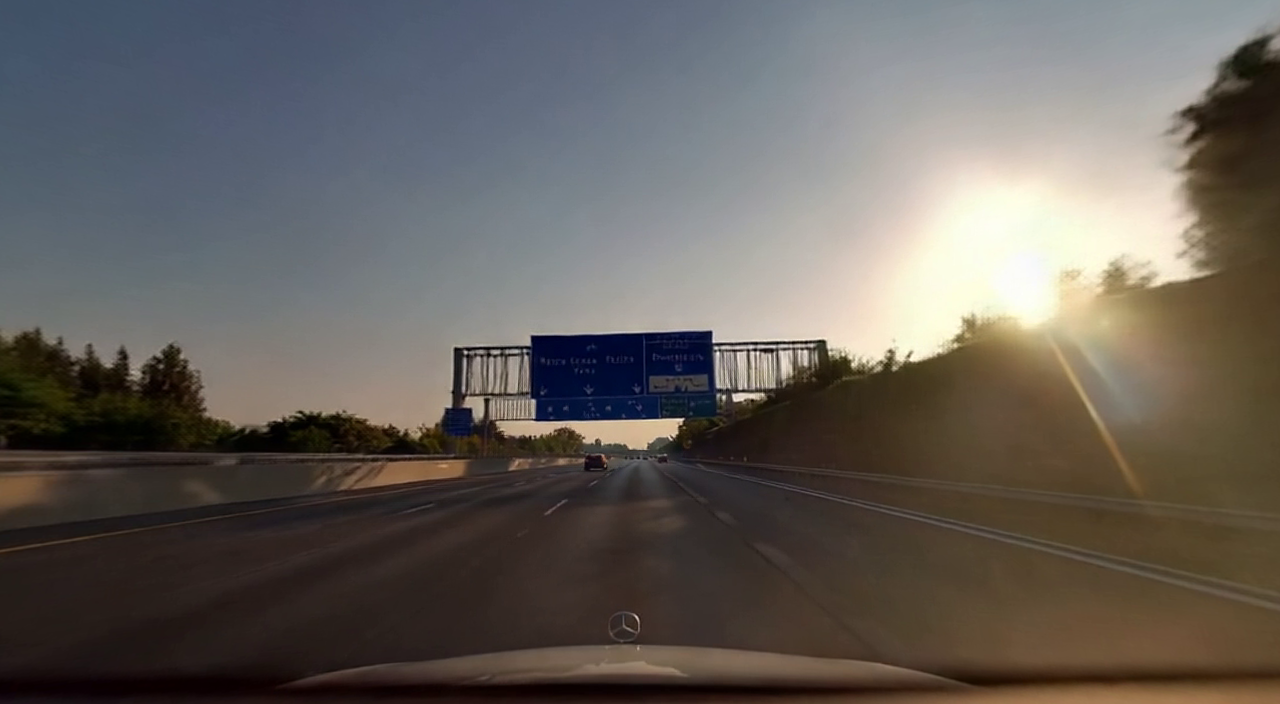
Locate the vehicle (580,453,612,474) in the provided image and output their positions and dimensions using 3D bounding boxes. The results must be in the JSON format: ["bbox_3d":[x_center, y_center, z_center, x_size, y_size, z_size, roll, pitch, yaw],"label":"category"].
[{"bbox_3d":[-3.300,8.431,47.922,2.041,1.512,3.996,0,-9,0],"label":"vehicle"}]
